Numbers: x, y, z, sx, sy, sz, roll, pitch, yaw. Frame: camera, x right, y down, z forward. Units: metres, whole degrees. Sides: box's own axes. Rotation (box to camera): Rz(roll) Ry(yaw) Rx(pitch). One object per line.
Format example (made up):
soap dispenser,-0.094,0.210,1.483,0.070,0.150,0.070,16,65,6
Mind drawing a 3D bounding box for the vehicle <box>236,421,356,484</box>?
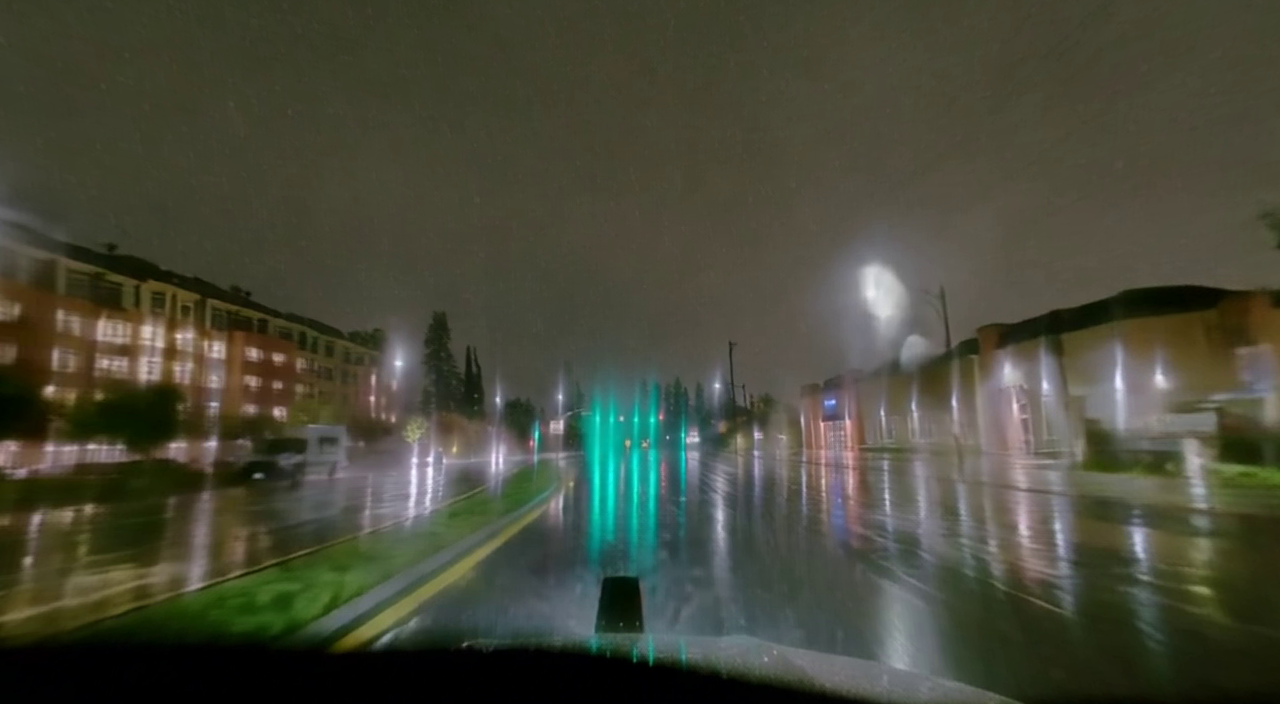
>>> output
vehicle,-19.388,5.697,36.168,2.834,3.225,6.752,-1,-9,2
